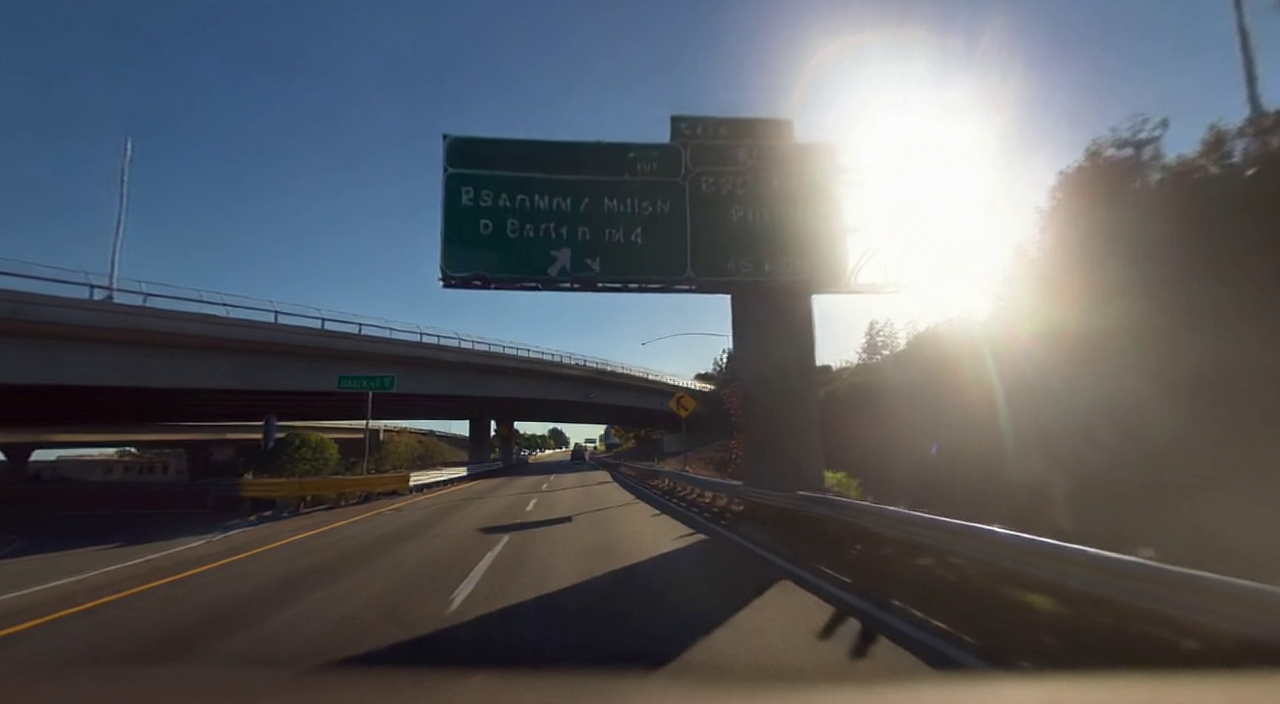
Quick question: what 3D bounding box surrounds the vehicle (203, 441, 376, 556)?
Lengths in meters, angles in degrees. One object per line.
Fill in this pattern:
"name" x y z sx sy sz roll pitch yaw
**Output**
"vehicle" -5.721 2.260 10.440 2.006 1.486 3.950 4 -10 -28
